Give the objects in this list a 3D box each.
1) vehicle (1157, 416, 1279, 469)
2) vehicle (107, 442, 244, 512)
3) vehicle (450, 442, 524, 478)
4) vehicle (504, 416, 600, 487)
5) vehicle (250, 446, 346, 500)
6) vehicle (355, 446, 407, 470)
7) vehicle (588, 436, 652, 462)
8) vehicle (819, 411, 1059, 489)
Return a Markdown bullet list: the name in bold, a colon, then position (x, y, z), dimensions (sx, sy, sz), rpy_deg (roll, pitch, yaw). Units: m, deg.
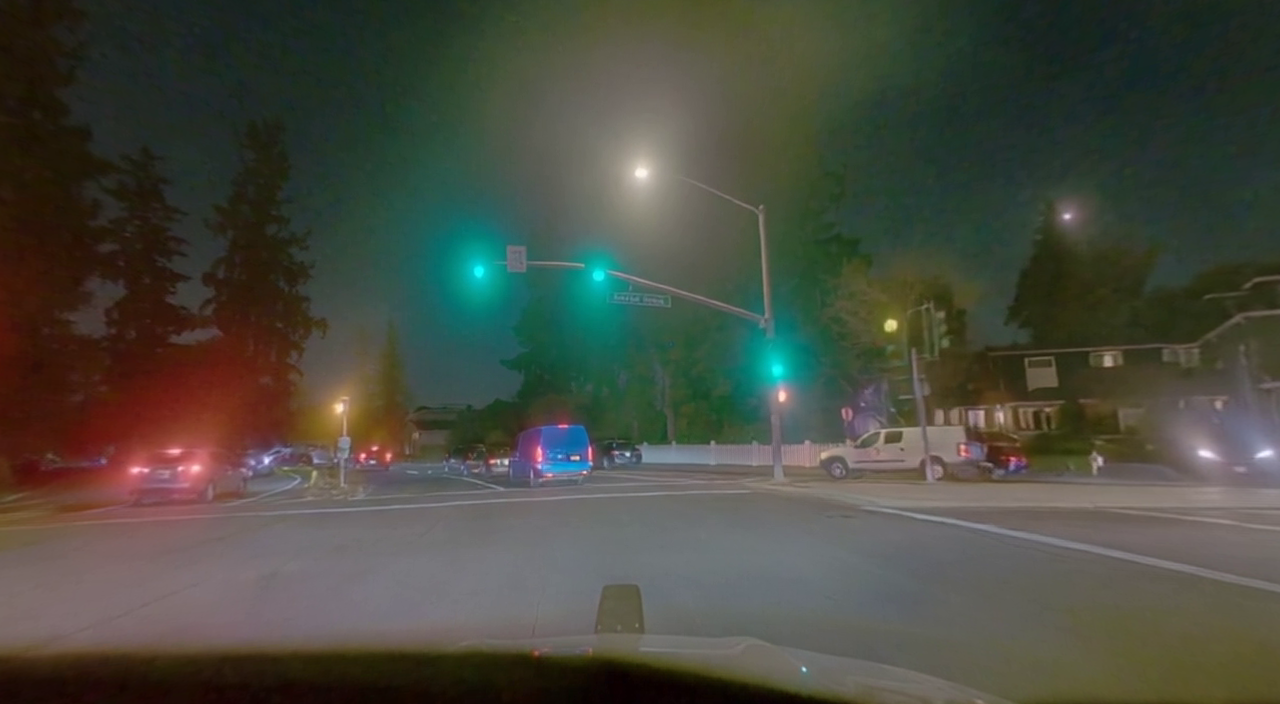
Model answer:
- **vehicle**: position (22.051, 3.316, 23.360), dimensions (4.268, 1.765, 1.989), rpy_deg (-7, -7, 42)
- **vehicle**: position (-13.782, 3.653, 19.119), dimensions (2.078, 1.783, 4.670), rpy_deg (3, -9, -21)
- **vehicle**: position (-7.028, 4.847, 28.662), dimensions (2.008, 1.445, 4.386), rpy_deg (5, -10, -31)
- **vehicle**: position (-3.167, 3.402, 21.848), dimensions (2.213, 2.124, 4.809), rpy_deg (3, -9, -21)
- **vehicle**: position (-10.475, 3.659, 19.701), dimensions (1.952, 1.461, 4.377), rpy_deg (3, -9, -20)
- **vehicle**: position (-17.518, 7.114, 42.640), dimensions (1.911, 1.493, 4.291), rpy_deg (7, -11, -40)
- **vehicle**: position (-1.423, 7.135, 46.589), dimensions (4.559, 1.754, 1.985), rpy_deg (8, -12, -44)
- **vehicle**: position (8.953, 2.994, 19.487), dimensions (2.514, 2.026, 6.104), rpy_deg (8, -12, -44)
